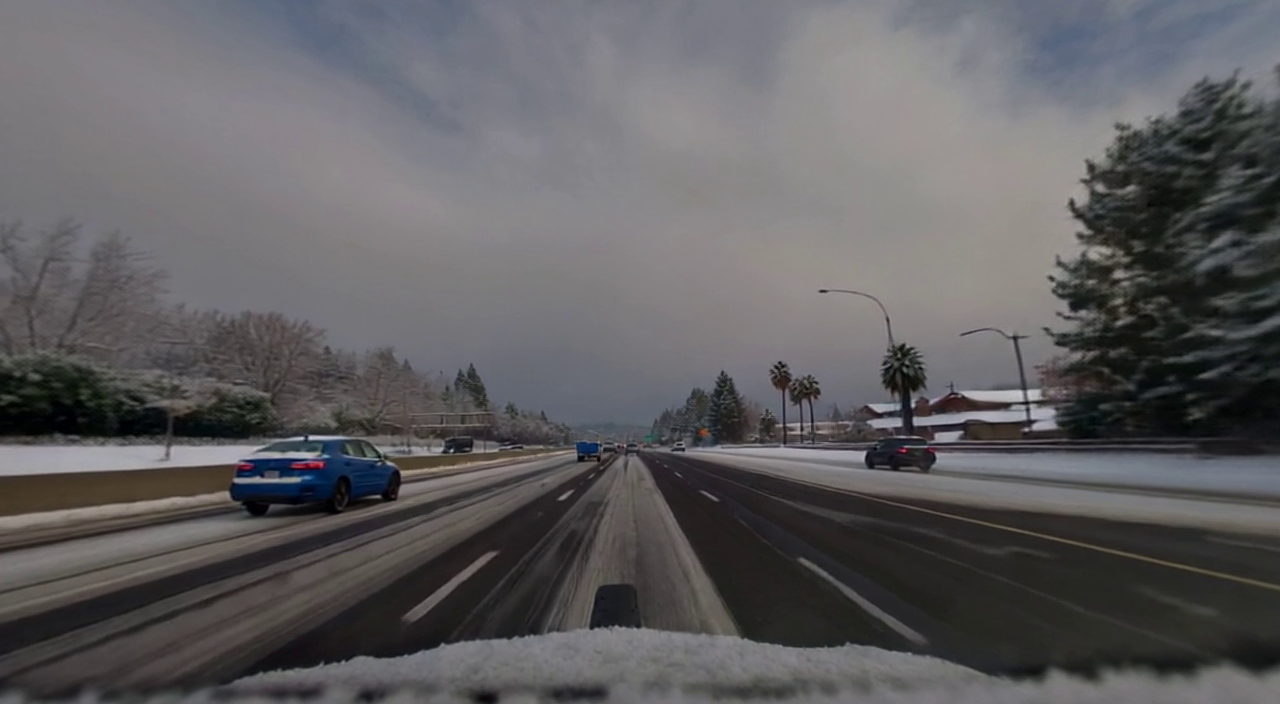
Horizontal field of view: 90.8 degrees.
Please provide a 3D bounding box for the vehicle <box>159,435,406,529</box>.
[{"bbox_3d":[-6.657,2.471,12.660,2.018,1.480,4.999,0,-9,0],"label":"vehicle"}]

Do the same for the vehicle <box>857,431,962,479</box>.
[{"bbox_3d":[10.944,4.243,26.095,2.168,1.792,4.457,0,-9,-2],"label":"vehicle"}]

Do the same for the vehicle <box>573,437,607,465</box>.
[{"bbox_3d":[-3.788,7.607,48.614,2.225,1.967,4.673,0,-9,-1],"label":"vehicle"}]
